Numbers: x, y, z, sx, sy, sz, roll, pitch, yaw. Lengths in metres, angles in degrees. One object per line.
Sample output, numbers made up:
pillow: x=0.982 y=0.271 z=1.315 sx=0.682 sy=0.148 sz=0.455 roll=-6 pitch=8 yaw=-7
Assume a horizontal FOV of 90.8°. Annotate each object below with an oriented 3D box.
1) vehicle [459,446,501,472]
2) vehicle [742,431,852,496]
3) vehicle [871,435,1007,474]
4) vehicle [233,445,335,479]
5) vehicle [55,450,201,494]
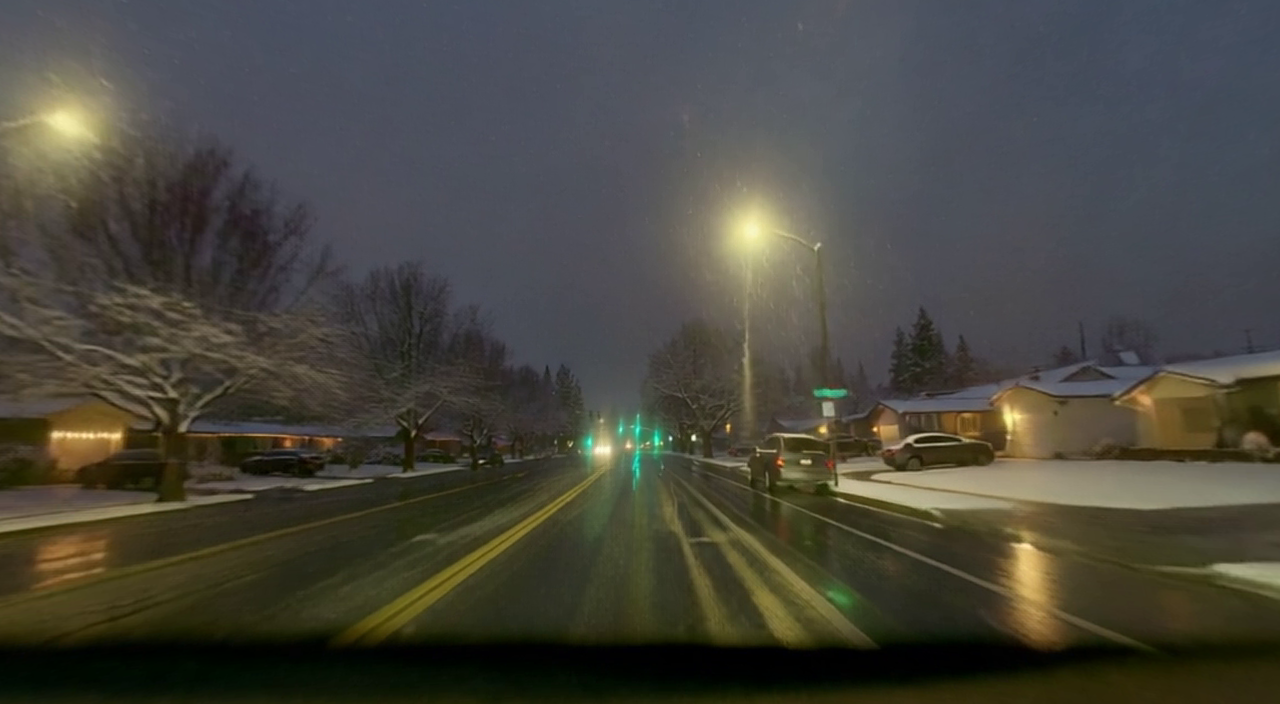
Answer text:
vehicle: x=-12.484 y=8.373 z=49.607 sx=2.003 sy=1.804 sz=4.554 roll=-1 pitch=-7 yaw=1
vehicle: x=4.804 y=3.504 z=20.234 sx=2.196 sy=1.801 sz=4.778 roll=0 pitch=-8 yaw=-1
vehicle: x=12.158 y=4.192 z=25.948 sx=4.577 sy=1.490 sz=1.903 roll=0 pitch=-8 yaw=0
vehicle: x=-20.732 y=6.413 z=36.934 sx=4.698 sy=1.862 sz=2.116 roll=0 pitch=-9 yaw=2
vehicle: x=-21.194 y=4.965 z=26.318 sx=4.272 sy=1.688 sz=1.990 roll=0 pitch=-9 yaw=-1
